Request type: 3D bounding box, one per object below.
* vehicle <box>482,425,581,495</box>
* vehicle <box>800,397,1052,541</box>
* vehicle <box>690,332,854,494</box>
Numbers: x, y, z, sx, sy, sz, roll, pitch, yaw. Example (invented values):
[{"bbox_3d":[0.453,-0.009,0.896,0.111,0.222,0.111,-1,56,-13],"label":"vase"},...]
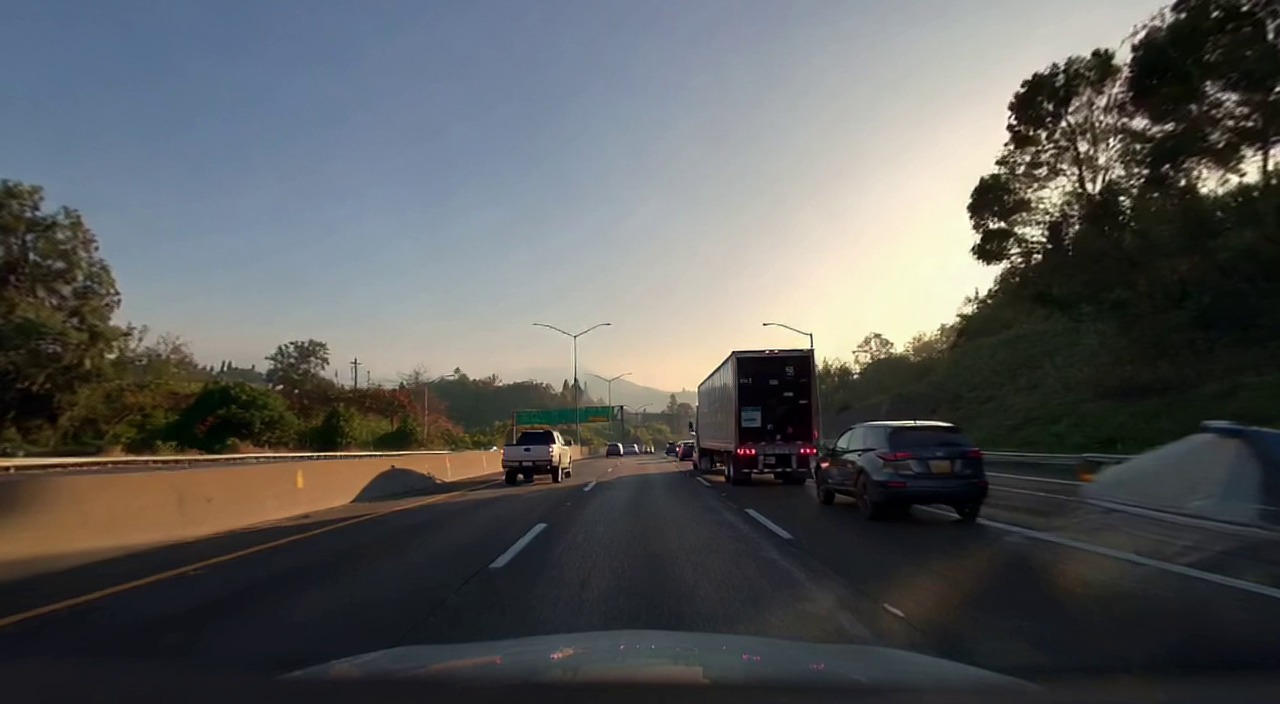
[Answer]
[{"bbox_3d":[-2.923,3.042,18.053,2.006,1.741,4.277,-1,-9,1],"label":"vehicle"},{"bbox_3d":[4.017,1.738,9.802,1.984,1.737,4.064,0,-9,0],"label":"vehicle"},{"bbox_3d":[4.013,2.731,24.173,2.903,4.190,15.630,0,-9,0],"label":"vehicle"}]
